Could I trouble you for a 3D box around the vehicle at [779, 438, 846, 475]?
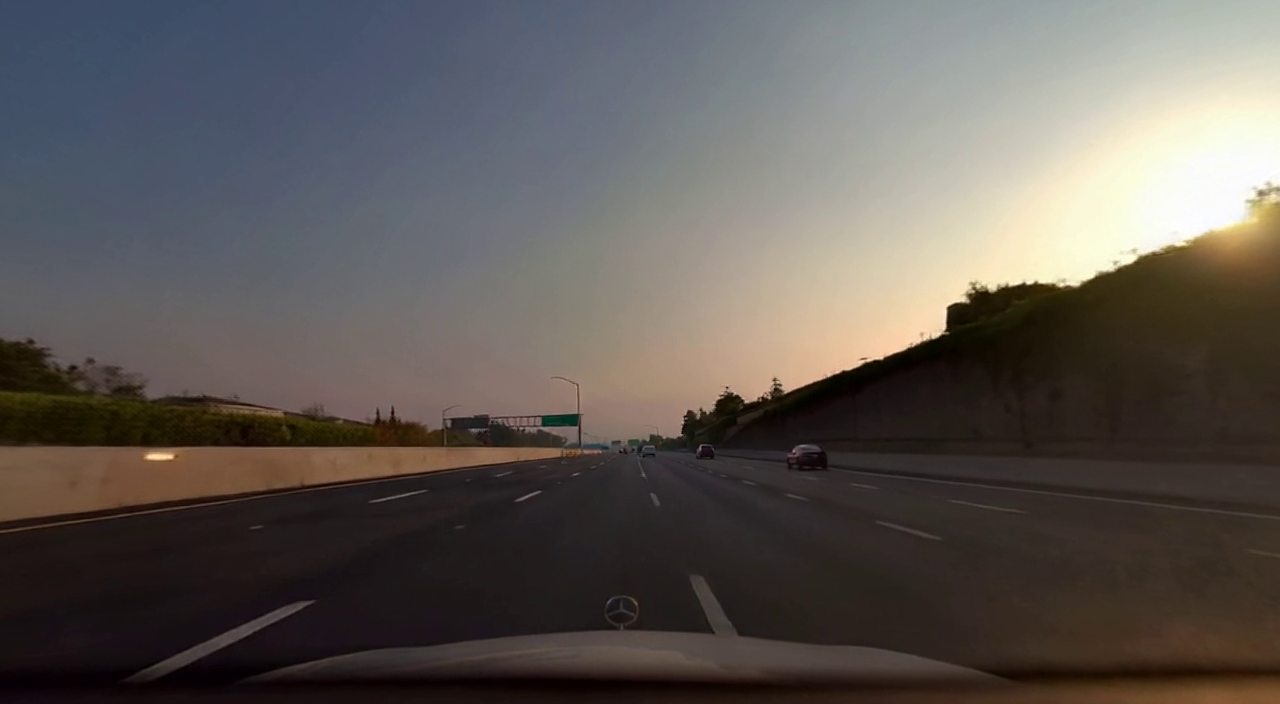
[{"bbox_3d":[8.971,5.497,33.185,2.167,1.781,4.340,0,-9,-1],"label":"vehicle"}]
